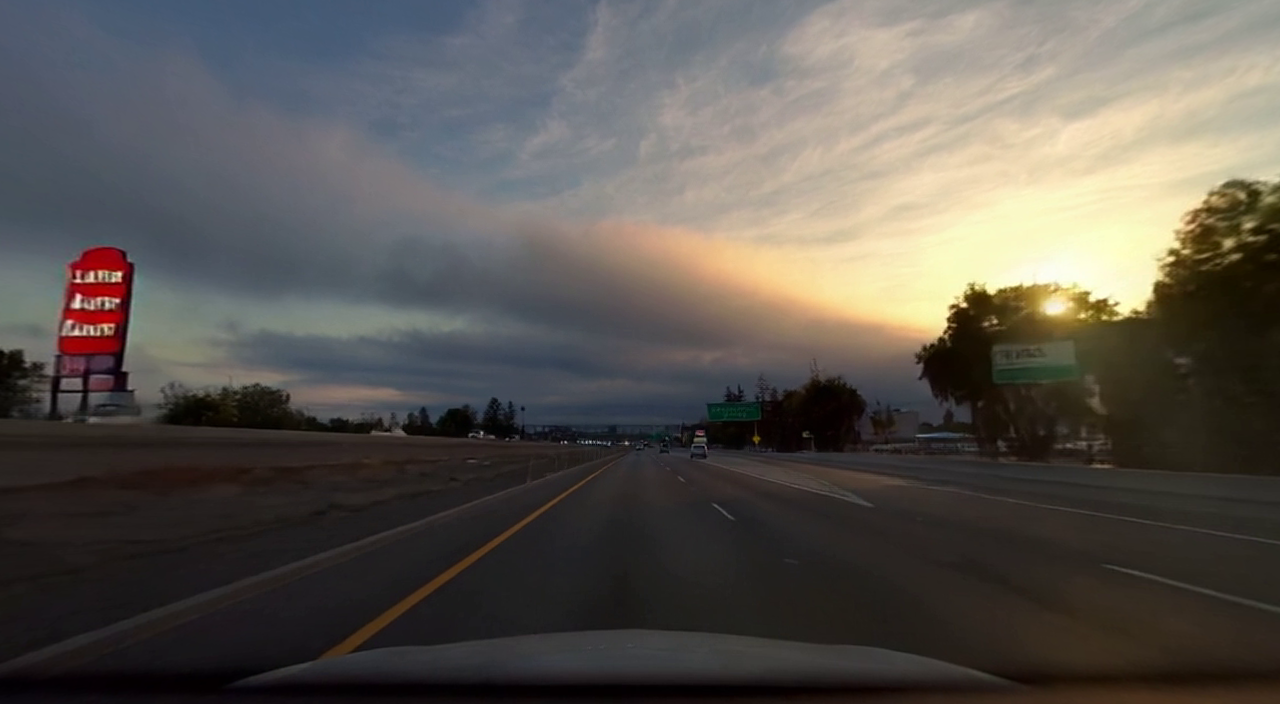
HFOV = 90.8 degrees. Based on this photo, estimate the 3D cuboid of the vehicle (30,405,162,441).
[{"bbox_3d":[-25.472,3.411,29.823,1.984,1.512,4.760,0,-9,0],"label":"vehicle"}]
